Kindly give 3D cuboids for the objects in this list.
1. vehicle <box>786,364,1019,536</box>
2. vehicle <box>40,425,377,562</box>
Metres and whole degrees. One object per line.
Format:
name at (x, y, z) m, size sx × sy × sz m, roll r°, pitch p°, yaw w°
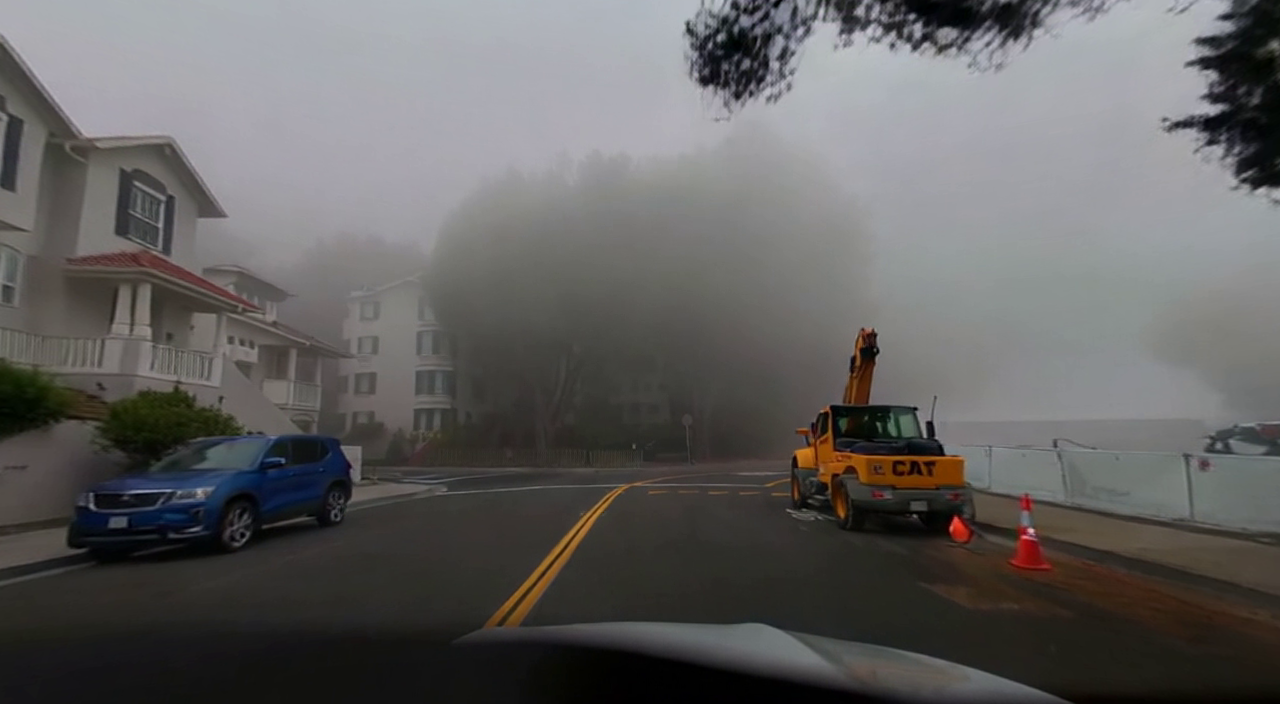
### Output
vehicle at (4.433, 1.743, 11.453) m, size 2.501 × 2.613 × 3.505 m, roll 1°, pitch -8°, yaw -3°
vehicle at (-6.640, 2.168, 10.663) m, size 2.220 × 1.765 × 4.799 m, roll 0°, pitch -8°, yaw 1°
